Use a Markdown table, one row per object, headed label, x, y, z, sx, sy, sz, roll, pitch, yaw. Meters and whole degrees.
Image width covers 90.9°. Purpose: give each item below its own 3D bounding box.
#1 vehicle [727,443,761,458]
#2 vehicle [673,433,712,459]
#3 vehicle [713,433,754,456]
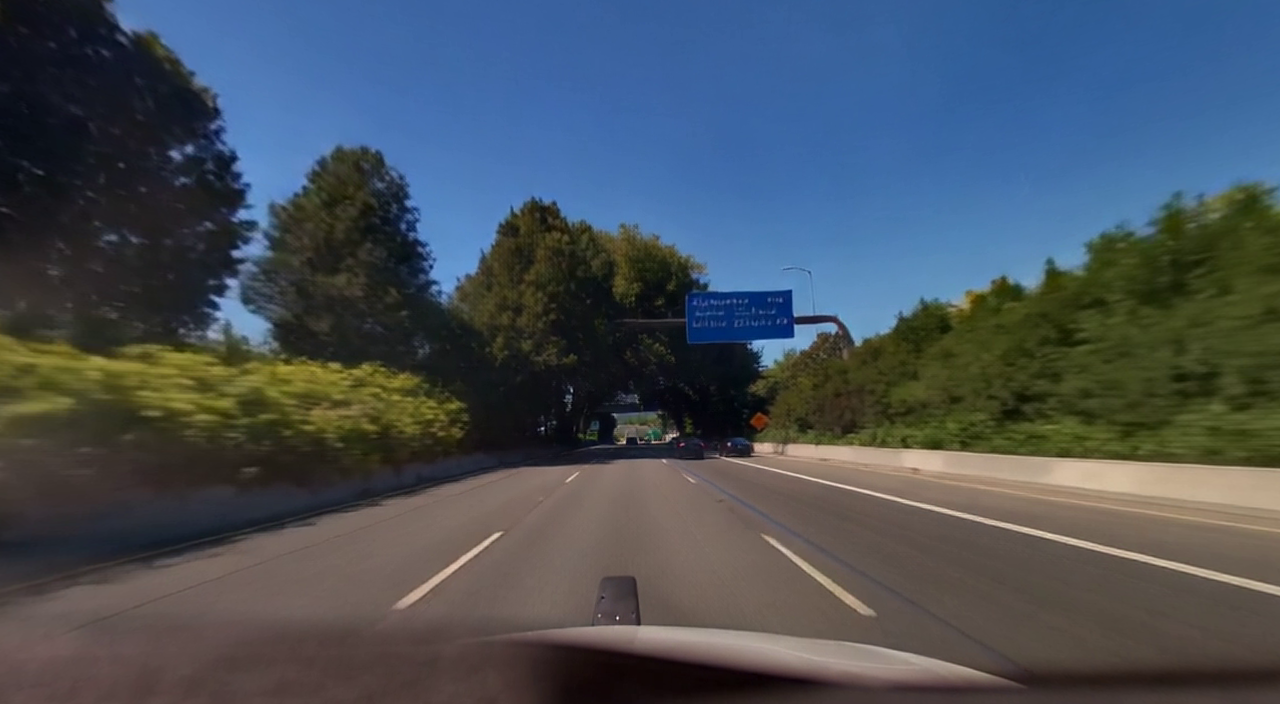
| label | x | y | z | sx | sy | sz | roll | pitch | yaw |
| --- | --- | --- | --- | --- | --- | --- | --- | --- | --- |
| vehicle | 6.772 | 6.434 | 41.203 | 1.535 | 0.862 | 2.814 | 0 | -8 | -4 |
| vehicle | 3.131 | 5.668 | 38.158 | 1.819 | 1.468 | 3.770 | 0 | -7 | -3 |
| vehicle | 6.604 | 6.550 | 45.024 | 2.003 | 1.522 | 4.940 | 0 | -7 | -2 |
